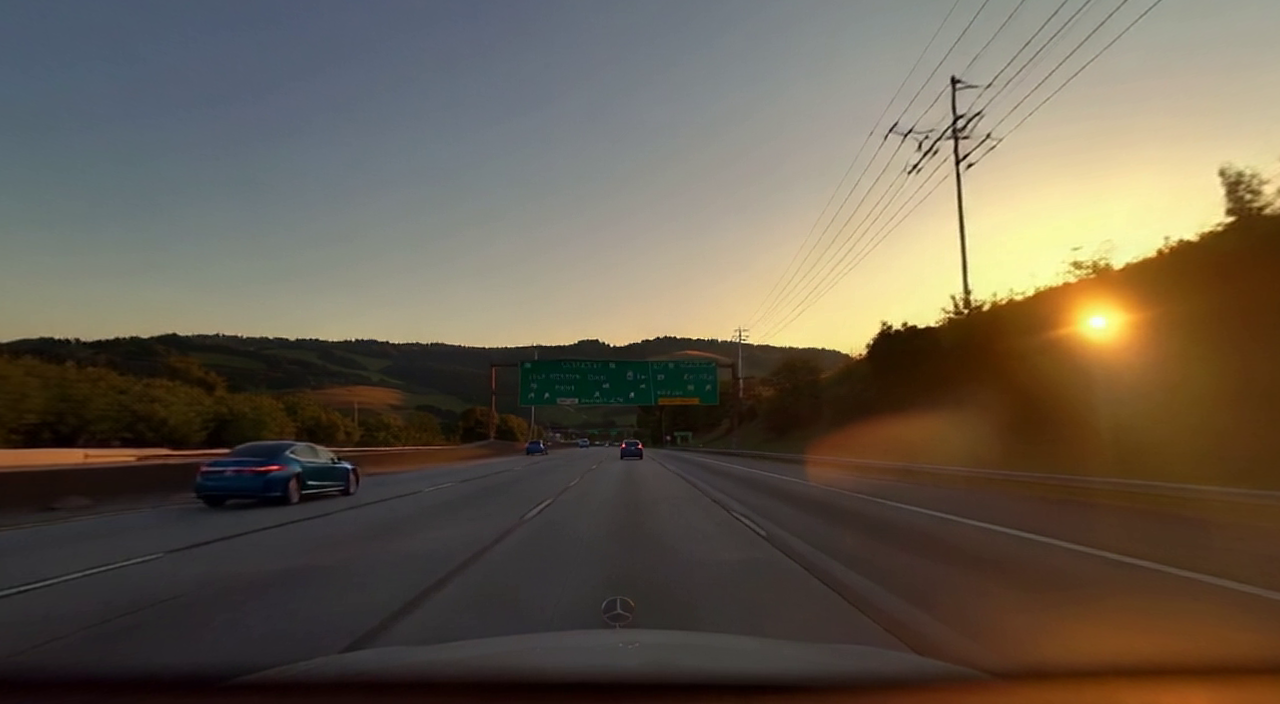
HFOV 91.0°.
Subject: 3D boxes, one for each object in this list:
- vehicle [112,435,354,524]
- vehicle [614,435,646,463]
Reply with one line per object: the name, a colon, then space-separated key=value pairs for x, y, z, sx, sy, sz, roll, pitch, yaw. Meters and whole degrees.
vehicle: x=-7.663 y=2.404 z=12.536 sx=1.949 sy=1.428 sz=4.408 roll=0 pitch=-8 yaw=-1
vehicle: x=-0.677 y=6.402 z=41.550 sx=2.040 sy=1.715 sz=3.906 roll=0 pitch=-8 yaw=-1
